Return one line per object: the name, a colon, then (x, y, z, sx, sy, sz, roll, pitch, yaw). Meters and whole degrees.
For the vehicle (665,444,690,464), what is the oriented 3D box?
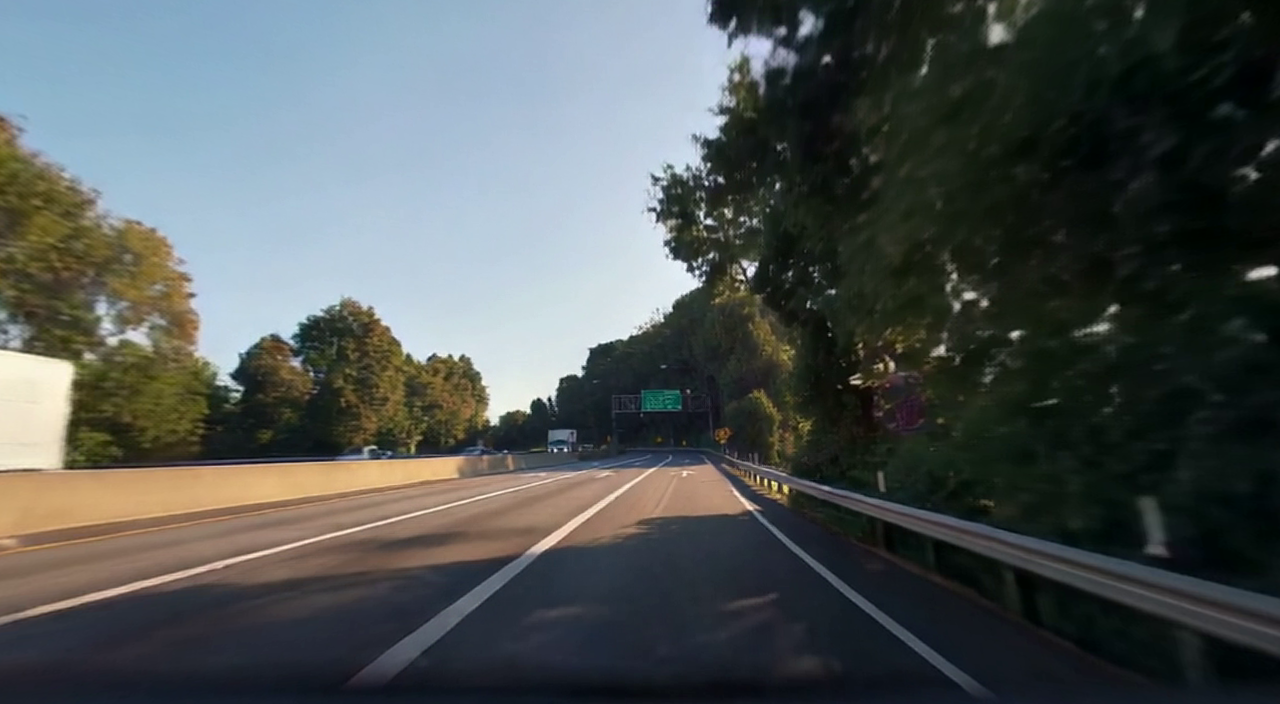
vehicle: (2.846, 7.613, 47.065, 1.807, 1.427, 3.645, -1, -9, 4)

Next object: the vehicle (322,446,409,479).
vehicle: (-12.911, 5.220, 29.972, 1.908, 1.447, 4.337, -1, -9, 5)
